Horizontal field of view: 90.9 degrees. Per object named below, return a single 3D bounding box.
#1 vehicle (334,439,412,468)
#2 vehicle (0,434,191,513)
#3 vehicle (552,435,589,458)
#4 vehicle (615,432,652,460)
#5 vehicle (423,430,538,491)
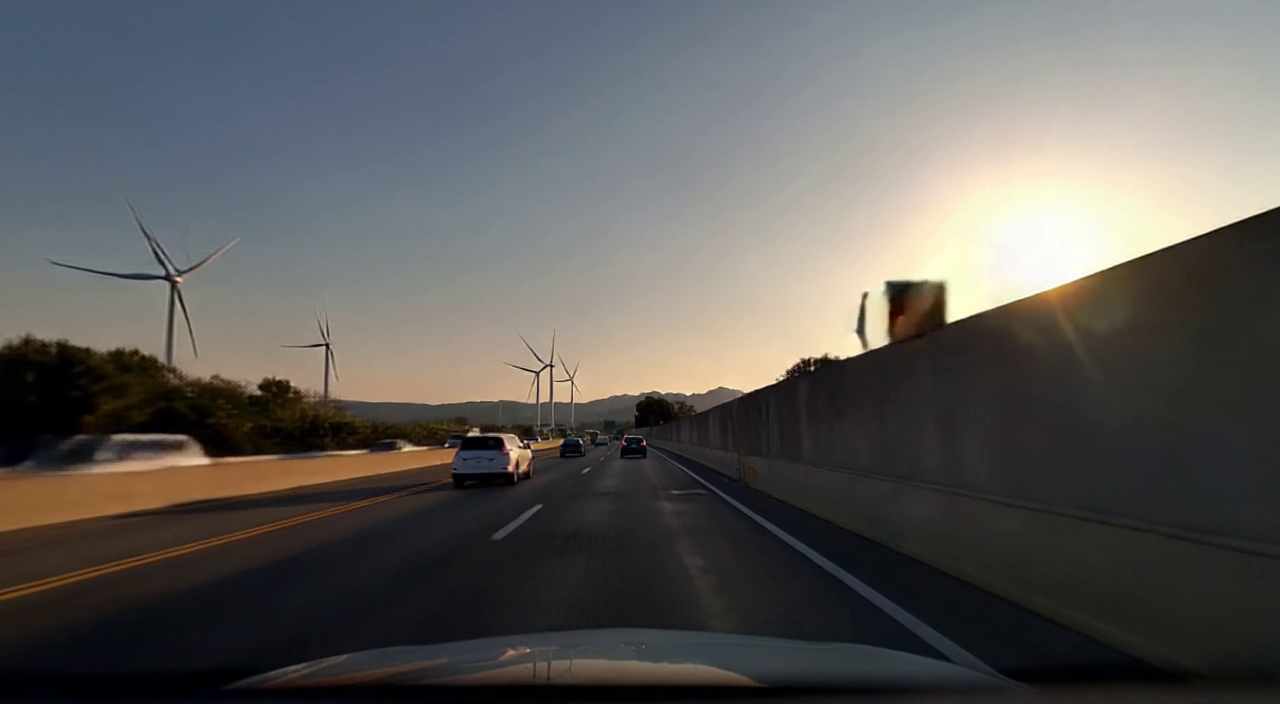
[{"bbox_3d":[-14.335,5.475,34.210,2.097,1.420,5.005,0,-8,-1],"label":"vehicle"},{"bbox_3d":[-13.907,2.783,15.227,2.239,1.551,5.272,0,-8,-1],"label":"vehicle"},{"bbox_3d":[-4.558,6.283,42.029,2.059,1.436,3.802,0,-8,-1],"label":"vehicle"},{"bbox_3d":[-0.392,5.437,36.519,2.027,1.550,3.607,0,-8,-1],"label":"vehicle"},{"bbox_3d":[-4.270,2.969,17.744,1.998,1.468,4.635,0,-8,0],"label":"vehicle"}]
